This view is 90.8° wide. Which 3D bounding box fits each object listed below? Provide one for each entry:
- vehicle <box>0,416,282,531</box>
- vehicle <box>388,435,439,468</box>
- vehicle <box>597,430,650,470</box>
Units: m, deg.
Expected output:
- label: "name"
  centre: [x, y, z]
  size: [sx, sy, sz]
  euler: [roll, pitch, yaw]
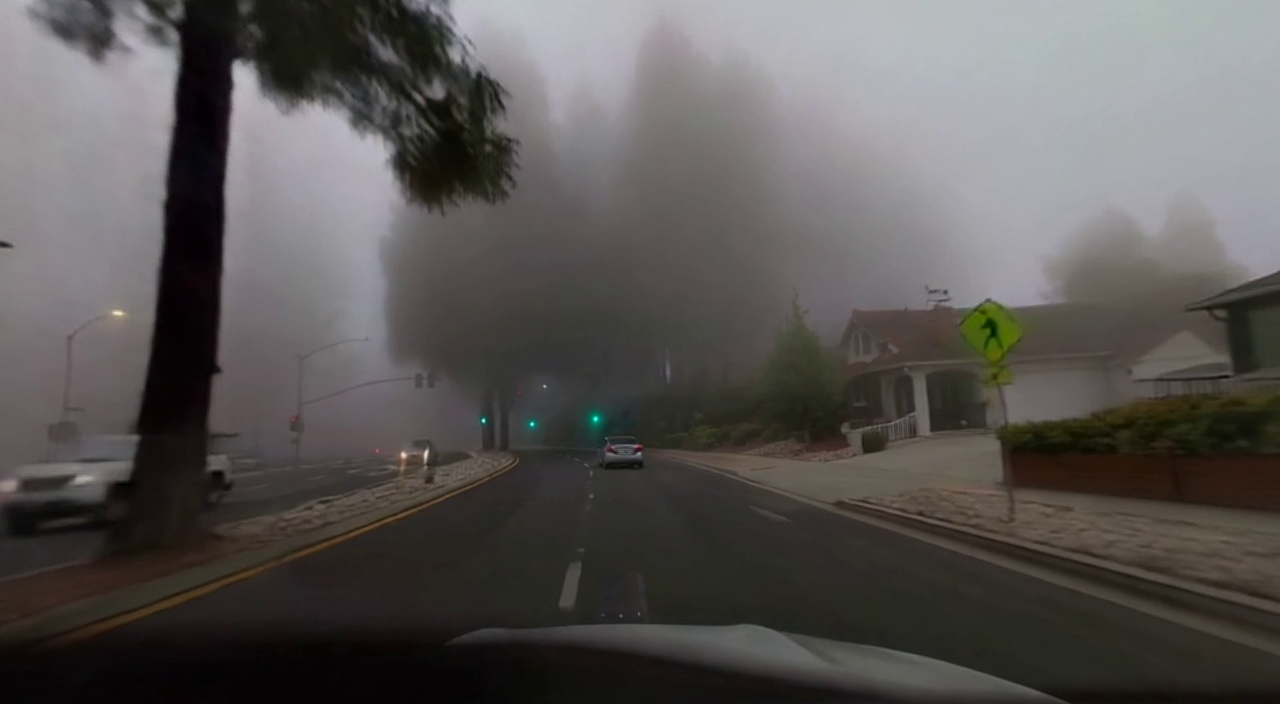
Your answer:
- label: "vehicle"
  centre: [-10.699, 2.599, 14.233]
  size: [2.334, 2.022, 5.653]
  euler: [0, -8, -5]
- label: "vehicle"
  centre: [-14.979, 6.606, 42.138]
  size: [2.259, 1.973, 5.712]
  euler: [1, -9, -11]
- label: "vehicle"
  centre: [-0.826, 4.537, 29.273]
  size: [1.990, 1.707, 4.225]
  euler: [1, -9, -8]
